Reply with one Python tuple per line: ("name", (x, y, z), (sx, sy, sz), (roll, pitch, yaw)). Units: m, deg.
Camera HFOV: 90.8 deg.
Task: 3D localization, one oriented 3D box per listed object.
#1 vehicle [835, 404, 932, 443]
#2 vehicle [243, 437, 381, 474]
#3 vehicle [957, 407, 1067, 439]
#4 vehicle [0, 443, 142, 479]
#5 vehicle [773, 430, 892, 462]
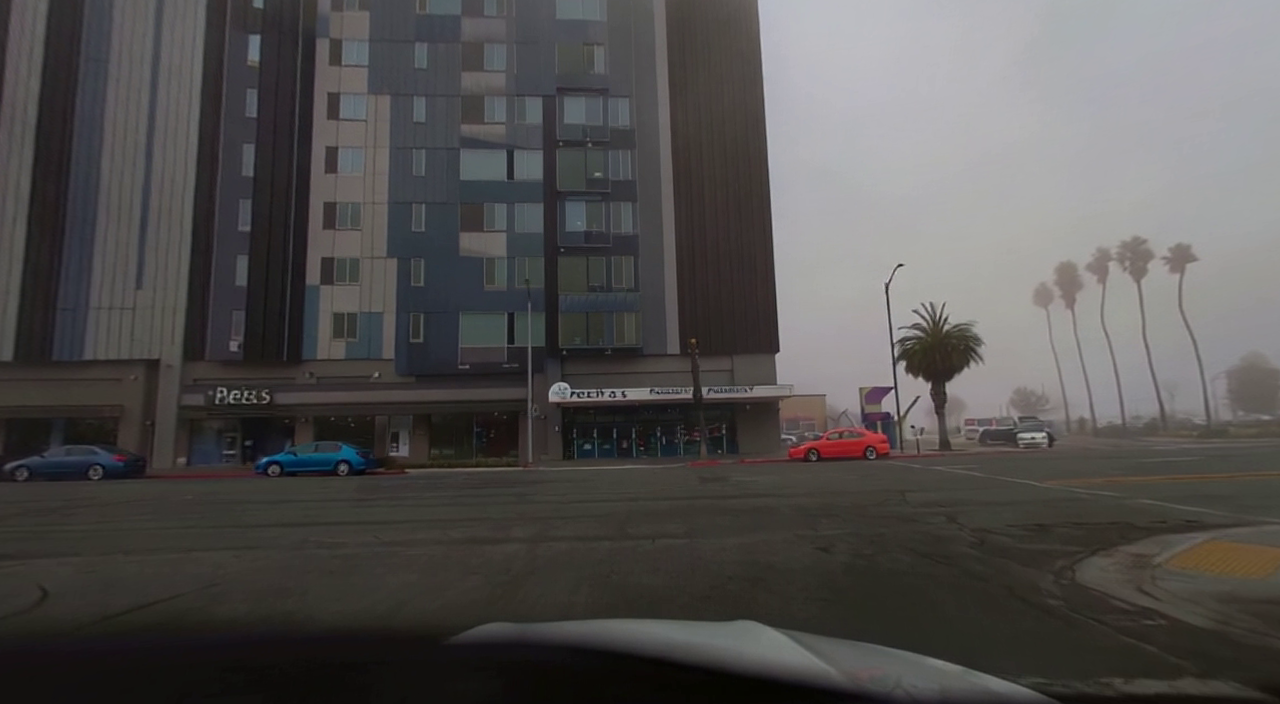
("vehicle", (16.158, 4.803, 42.132), (5.524, 2.504, 2.196), (1, -9, -3))
("vehicle", (-13.931, 4.420, 27.027), (4.857, 1.497, 1.811), (0, -9, 2))
("vehicle", (28.596, 5.456, 48.721), (7.026, 2.329, 2.545), (1, -6, -4))
("vehicle", (-23.606, 4.502, 26.175), (4.321, 1.430, 1.775), (0, -9, -2))
("vehicle", (8.566, 4.230, 28.329), (4.782, 1.371, 1.763), (1, -9, -6))
